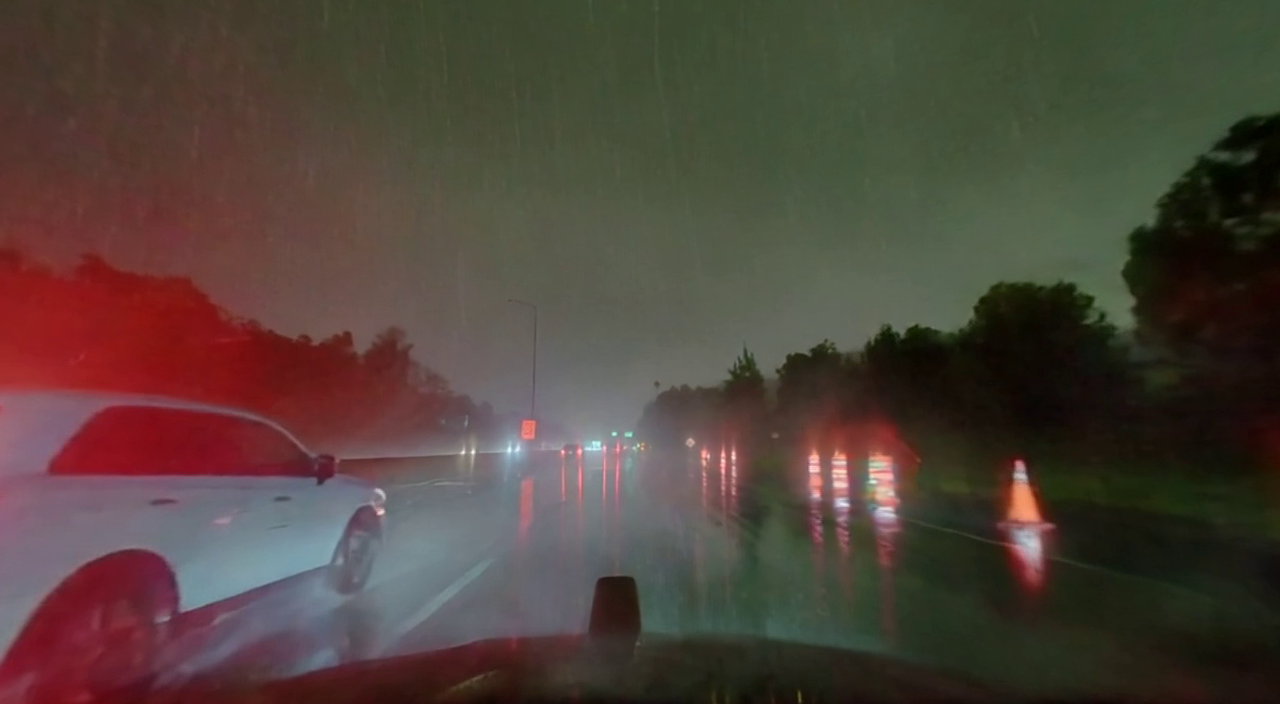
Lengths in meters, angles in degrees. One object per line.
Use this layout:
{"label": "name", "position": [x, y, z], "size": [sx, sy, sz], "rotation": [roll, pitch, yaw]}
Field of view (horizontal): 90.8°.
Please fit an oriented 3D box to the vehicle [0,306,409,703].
{"label": "vehicle", "position": [-3.056, 0.915, 3.212], "size": [2.103, 1.715, 4.371], "rotation": [0, -9, 0]}
